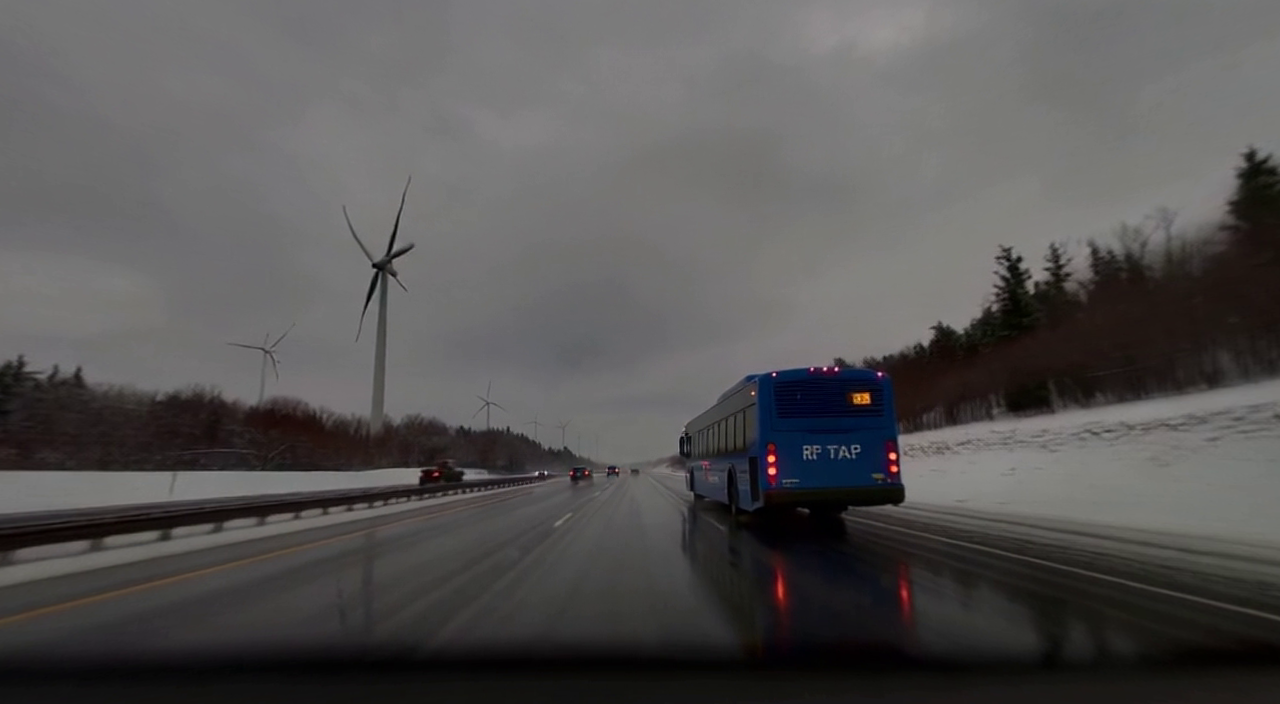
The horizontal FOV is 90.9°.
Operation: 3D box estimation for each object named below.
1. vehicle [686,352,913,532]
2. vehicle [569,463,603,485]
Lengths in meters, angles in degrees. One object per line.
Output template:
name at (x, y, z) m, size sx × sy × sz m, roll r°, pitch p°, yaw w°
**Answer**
vehicle at (3.694, 3.097, 19.865) m, size 2.941 × 3.574 × 14.463 m, roll 1°, pitch -10°, yaw -2°
vehicle at (-4.019, 9.173, 47.432) m, size 2.213 × 1.568 × 4.274 m, roll 1°, pitch -10°, yaw -1°
